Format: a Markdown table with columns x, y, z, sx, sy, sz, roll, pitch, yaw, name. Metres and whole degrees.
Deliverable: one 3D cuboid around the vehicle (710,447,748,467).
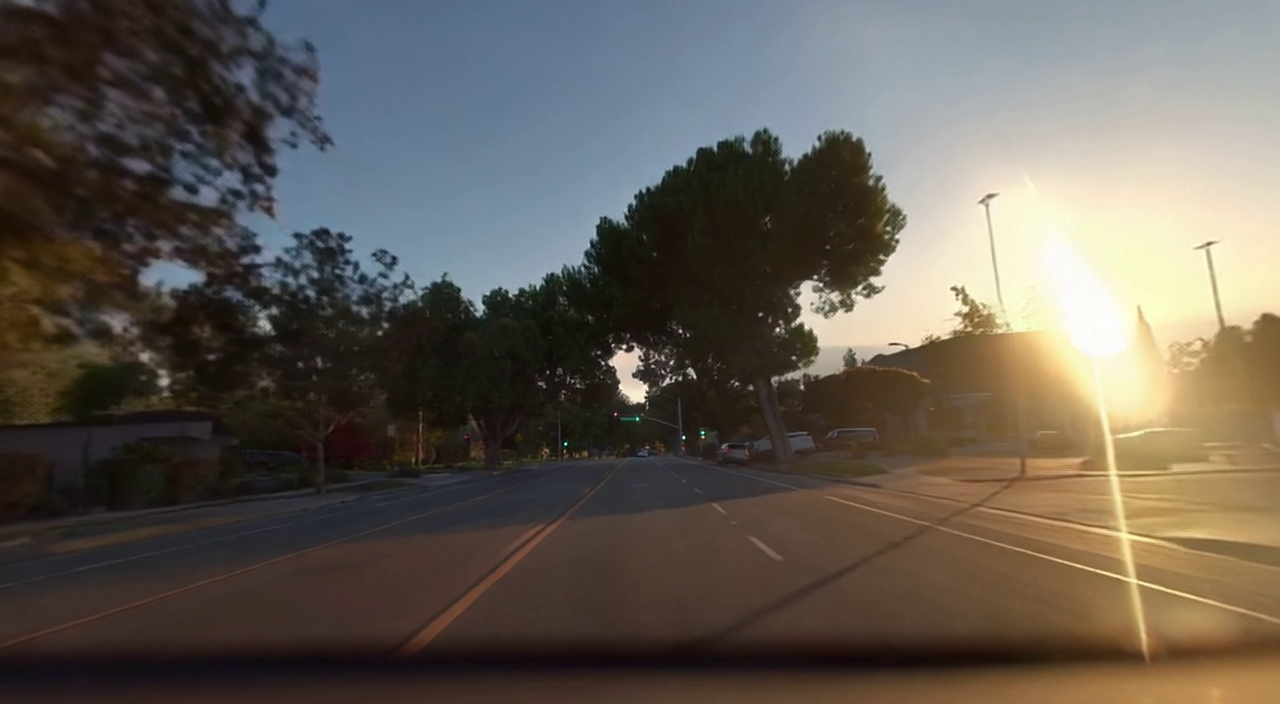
| x | y | z | sx | sy | sz | roll | pitch | yaw | name |
| --- | --- | --- | --- | --- | --- | --- | --- | --- | --- |
| 6.614 | 7.847 | 47.459 | 1.993 | 1.461 | 4.269 | 1 | -8 | -3 | vehicle |
